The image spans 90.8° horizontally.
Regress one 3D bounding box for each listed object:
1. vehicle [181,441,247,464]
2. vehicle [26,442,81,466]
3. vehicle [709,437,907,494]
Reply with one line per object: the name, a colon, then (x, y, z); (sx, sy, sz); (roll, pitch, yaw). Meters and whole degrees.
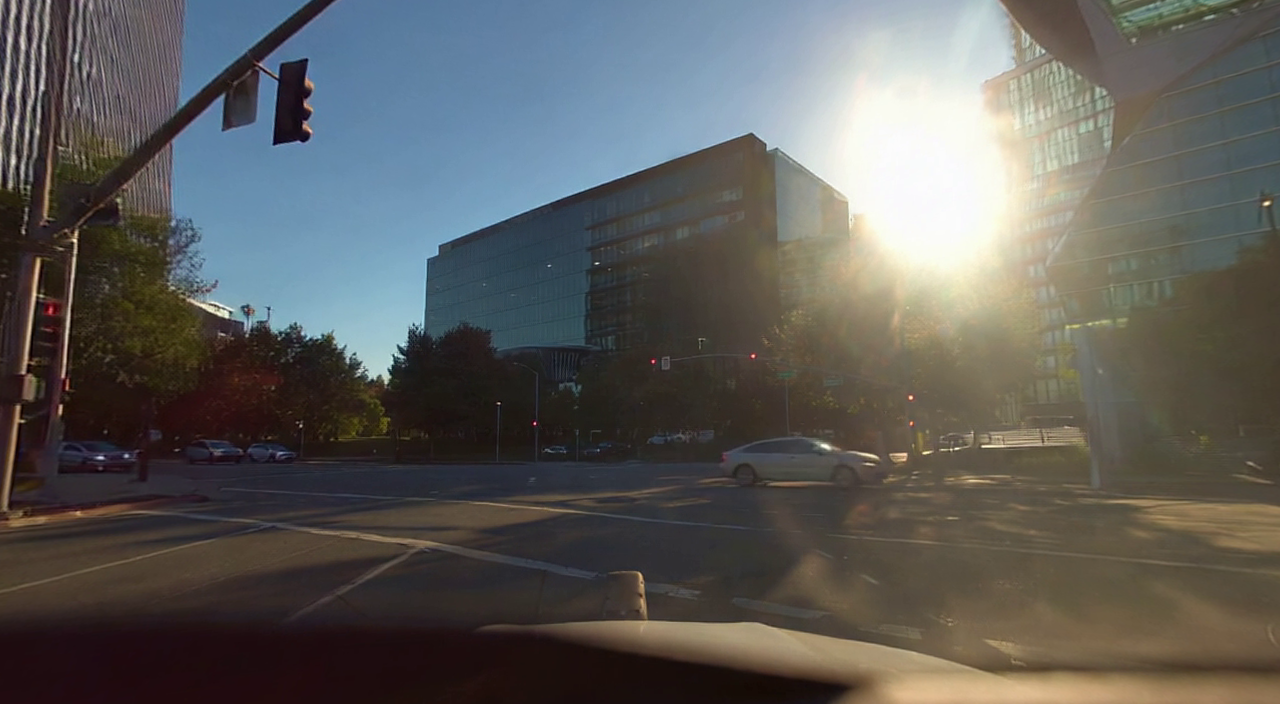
vehicle: (-28.321, 6.645, 41.975); (4.380, 1.455, 1.869); (-5, -10, 31)
vehicle: (-35.700, 6.176, 38.416); (4.323, 1.390, 1.953); (-8, -11, 42)
vehicle: (4.990, 3.399, 19.319); (5.408, 1.505, 2.091); (-7, -11, 37)
